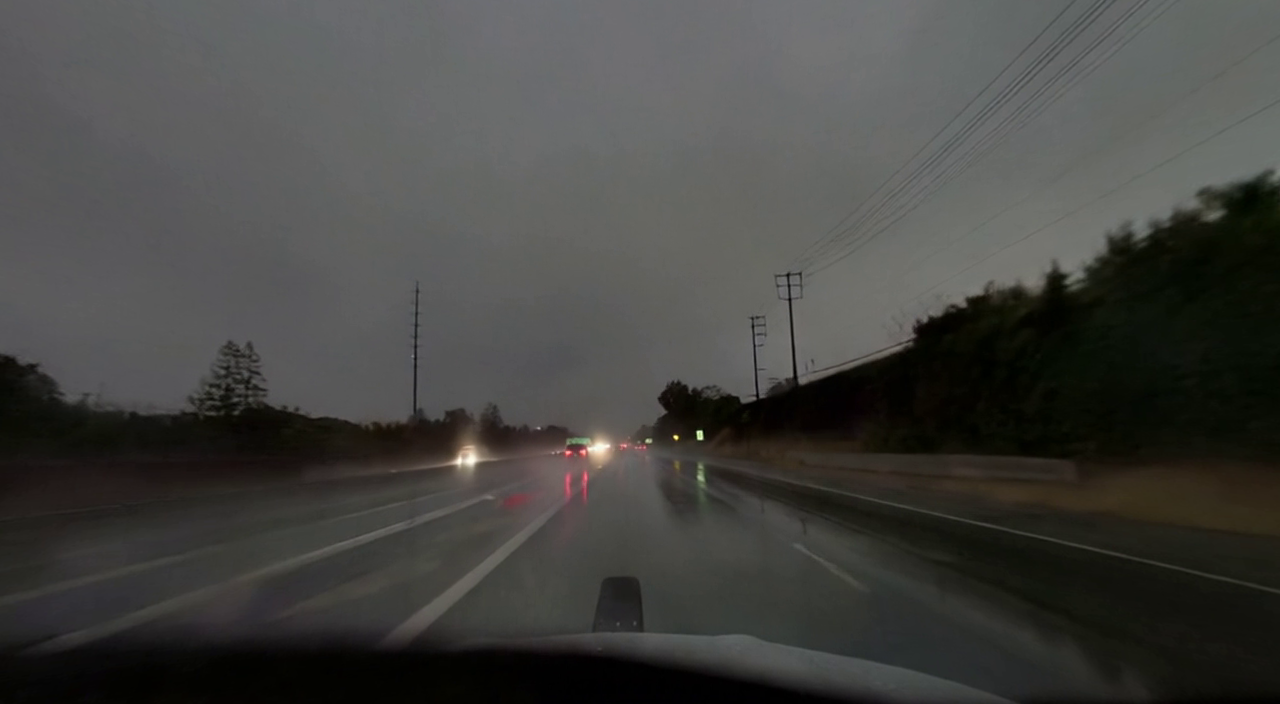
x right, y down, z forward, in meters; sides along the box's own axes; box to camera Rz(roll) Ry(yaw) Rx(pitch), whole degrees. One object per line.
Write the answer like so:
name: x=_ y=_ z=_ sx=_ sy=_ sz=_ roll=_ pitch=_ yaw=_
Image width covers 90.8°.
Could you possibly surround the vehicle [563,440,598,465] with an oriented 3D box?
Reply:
vehicle: x=-4.441 y=7.569 z=47.702 sx=2.130 sy=1.823 sz=4.761 roll=0 pitch=-8 yaw=0
